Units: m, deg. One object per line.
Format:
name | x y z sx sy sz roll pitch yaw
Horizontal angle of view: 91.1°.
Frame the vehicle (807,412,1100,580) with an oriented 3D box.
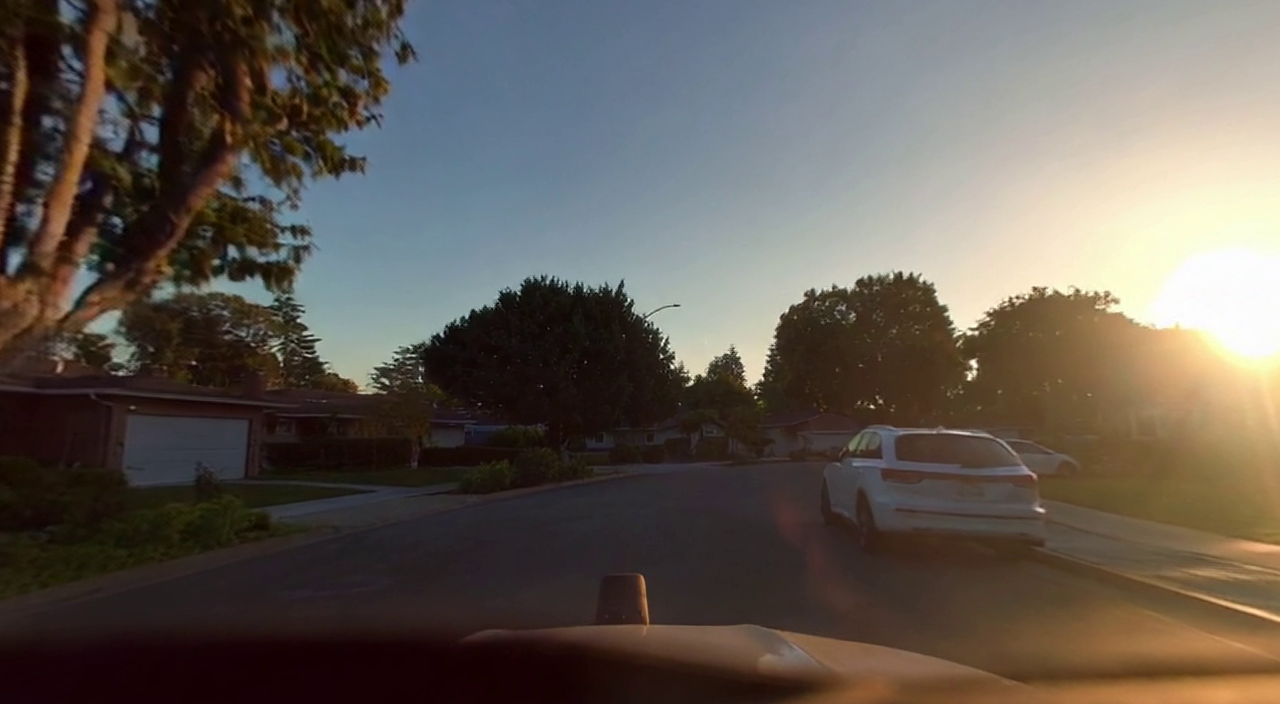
vehicle | 3.981 1.890 9.130 2.163 1.760 4.591 0 -9 4
